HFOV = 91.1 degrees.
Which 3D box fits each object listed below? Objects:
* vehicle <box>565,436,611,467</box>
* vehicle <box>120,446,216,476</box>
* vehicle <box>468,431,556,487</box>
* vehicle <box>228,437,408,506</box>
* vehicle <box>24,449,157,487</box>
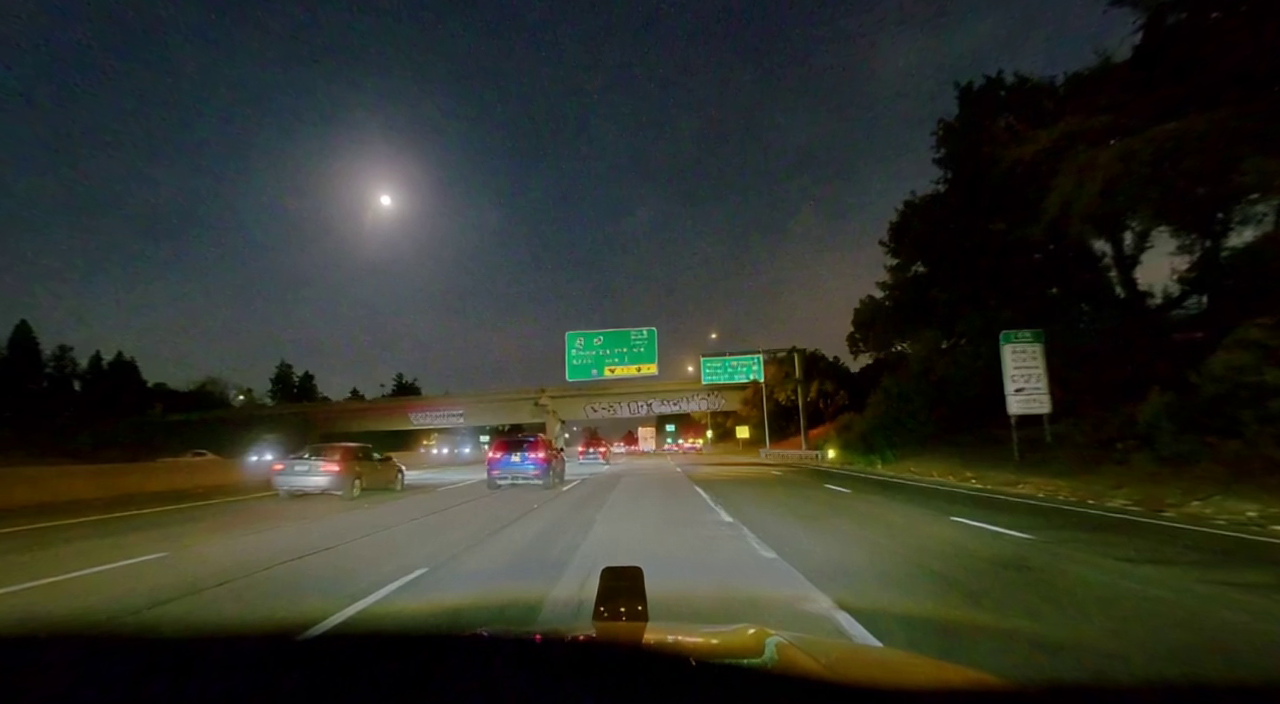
[{"bbox_3d":[-2.940,5.737,36.339,2.154,1.693,4.394,0,-8,1],"label":"vehicle"},{"bbox_3d":[-28.997,6.689,38.771,2.204,1.670,4.760,0,-8,0],"label":"vehicle"},{"bbox_3d":[-4.086,3.484,20.676,1.969,1.633,3.962,0,-8,1],"label":"vehicle"},{"bbox_3d":[-7.705,2.875,15.685,1.917,1.449,4.727,0,-8,1],"label":"vehicle"},{"bbox_3d":[-23.578,4.954,27.199,1.794,1.458,4.269,0,-8,2],"label":"vehicle"}]
